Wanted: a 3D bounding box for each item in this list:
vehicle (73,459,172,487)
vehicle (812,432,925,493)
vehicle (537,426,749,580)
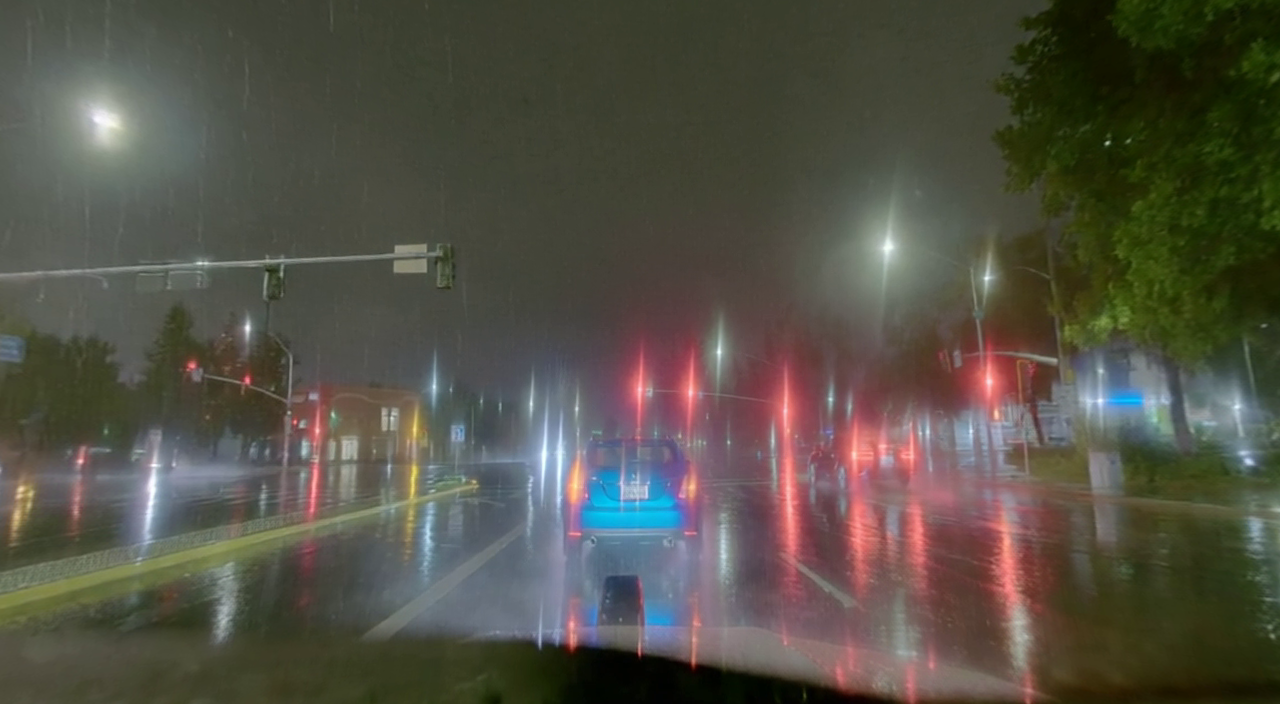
[{"bbox_3d":[-32.388,7.560,39.643,4.401,1.625,1.863,0,-8,-4],"label":"vehicle"},{"bbox_3d":[7.054,3.440,20.057,2.039,1.692,4.319,0,-8,1],"label":"vehicle"},{"bbox_3d":[-0.025,1.795,8.373,2.070,1.488,4.206,0,-8,-2],"label":"vehicle"}]
